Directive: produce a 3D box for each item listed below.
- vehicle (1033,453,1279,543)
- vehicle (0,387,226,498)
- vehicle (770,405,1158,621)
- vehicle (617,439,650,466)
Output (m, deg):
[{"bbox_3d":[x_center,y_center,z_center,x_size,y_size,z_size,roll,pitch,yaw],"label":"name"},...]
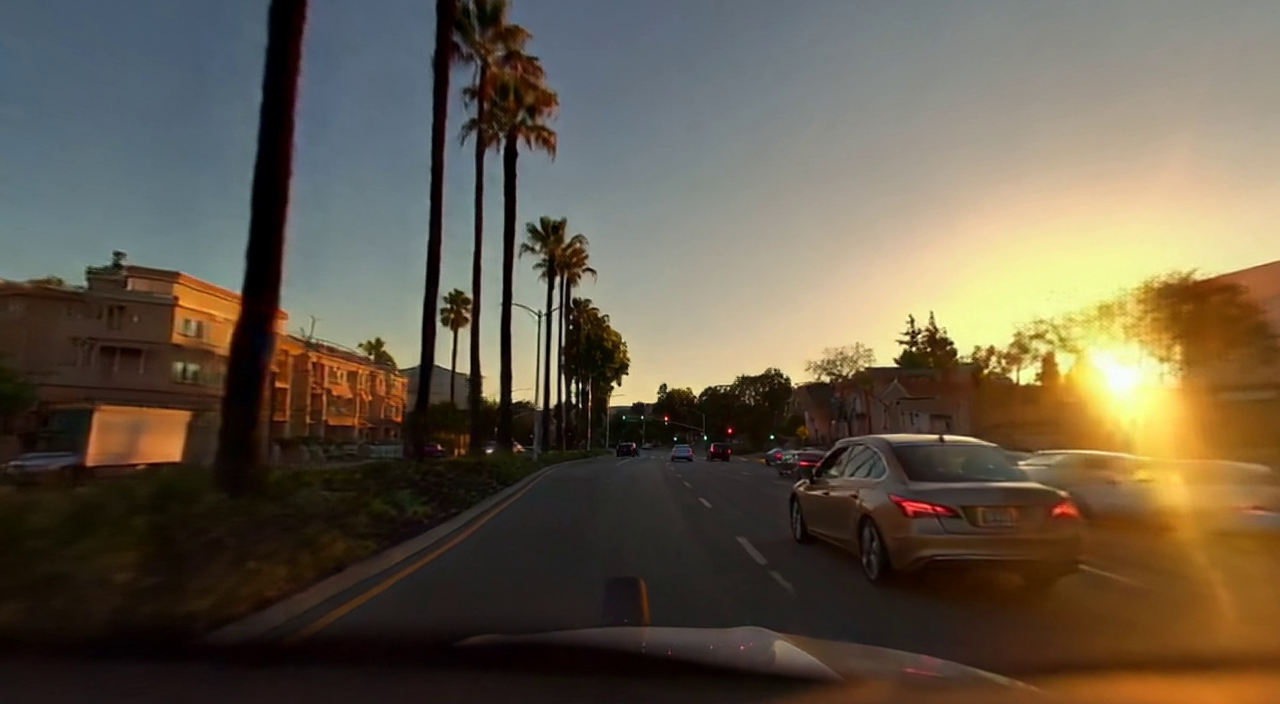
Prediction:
[{"bbox_3d":[10.199,2.820,12.814,1.745,1.413,4.115,3,-9,-1],"label":"vehicle"},{"bbox_3d":[-18.985,3.228,22.278,2.933,3.159,8.124,-1,-9,2],"label":"vehicle"},{"bbox_3d":[2.934,1.558,7.036,2.009,1.639,4.267,0,-9,-1],"label":"vehicle"},{"bbox_3d":[-0.392,6.682,42.031,2.087,1.709,4.076,0,-9,0],"label":"vehicle"}]
